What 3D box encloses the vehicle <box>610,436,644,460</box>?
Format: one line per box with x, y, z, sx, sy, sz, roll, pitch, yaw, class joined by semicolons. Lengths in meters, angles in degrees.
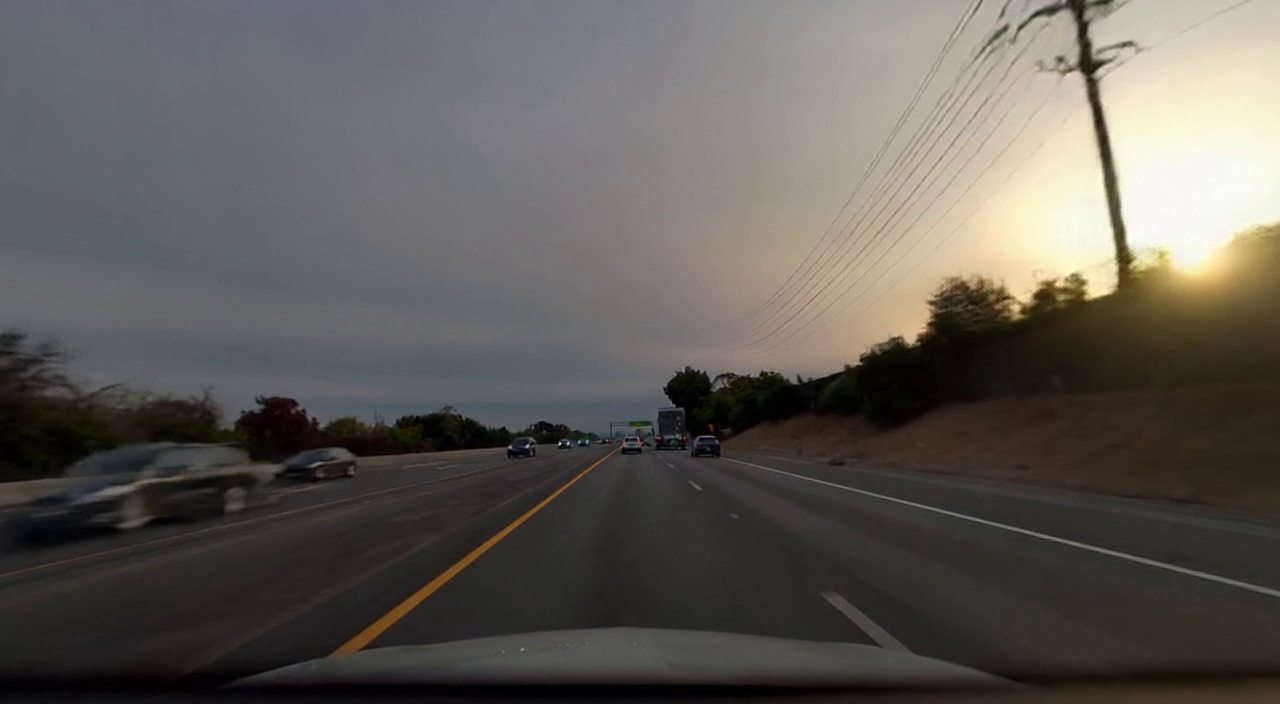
-0.870;6.339;41.898;2.163;1.466;3.693;0;-8;-1;vehicle

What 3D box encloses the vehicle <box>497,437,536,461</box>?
-9.369;7.389;48.248;2.056;1.650;4.770;0;-8;0;vehicle

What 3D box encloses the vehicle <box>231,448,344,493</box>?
-13.373;4.468;24.243;1.866;1.463;4.346;0;-8;-1;vehicle

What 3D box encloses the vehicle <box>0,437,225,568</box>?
-9.230;2.227;10.255;2.031;1.646;4.303;0;-8;-1;vehicle

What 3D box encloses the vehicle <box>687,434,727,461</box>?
4.038;5.819;38.610;1.930;1.573;3.853;0;-8;-2;vehicle
